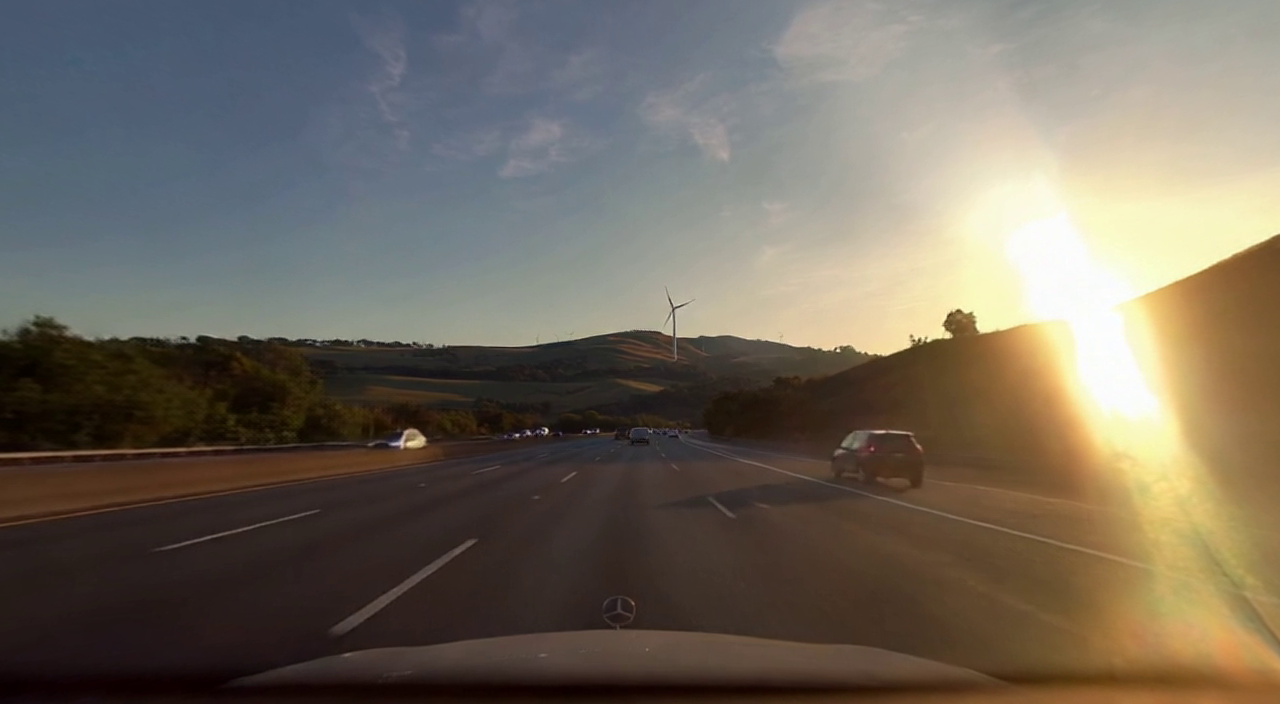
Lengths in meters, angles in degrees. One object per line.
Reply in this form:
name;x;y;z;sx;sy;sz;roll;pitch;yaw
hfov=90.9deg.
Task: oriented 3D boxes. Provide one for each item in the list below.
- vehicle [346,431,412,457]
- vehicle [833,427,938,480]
vehicle;-16.171;5.707;39.322;2.122;1.528;4.581;0;-8;0
vehicle;7.849;3.266;20.414;1.926;1.559;2.968;1;-8;-6
